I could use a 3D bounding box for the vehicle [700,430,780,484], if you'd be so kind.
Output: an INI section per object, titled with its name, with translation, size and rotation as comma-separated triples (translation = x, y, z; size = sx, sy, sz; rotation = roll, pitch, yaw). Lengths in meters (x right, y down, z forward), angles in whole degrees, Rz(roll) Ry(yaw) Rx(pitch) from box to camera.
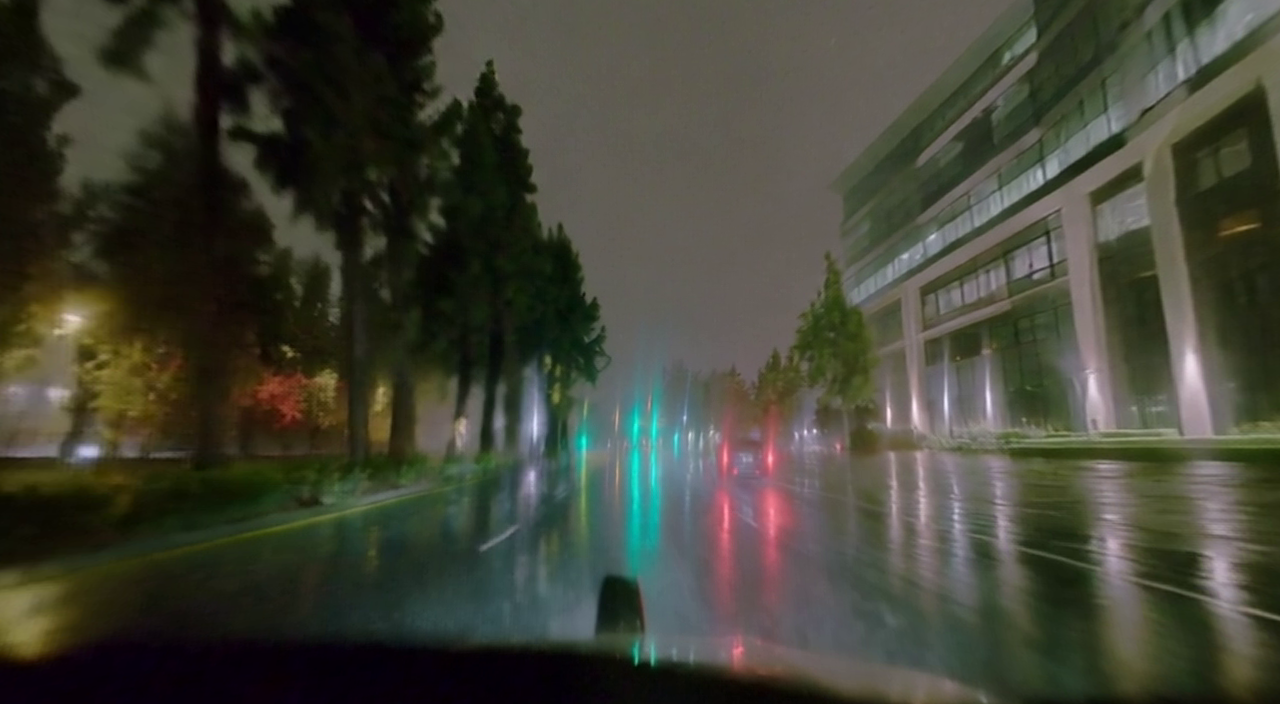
[vehicle]
translation = 3.474, 3.729, 22.760
size = 2.083, 1.743, 4.354
rotation = 0, -8, -1
